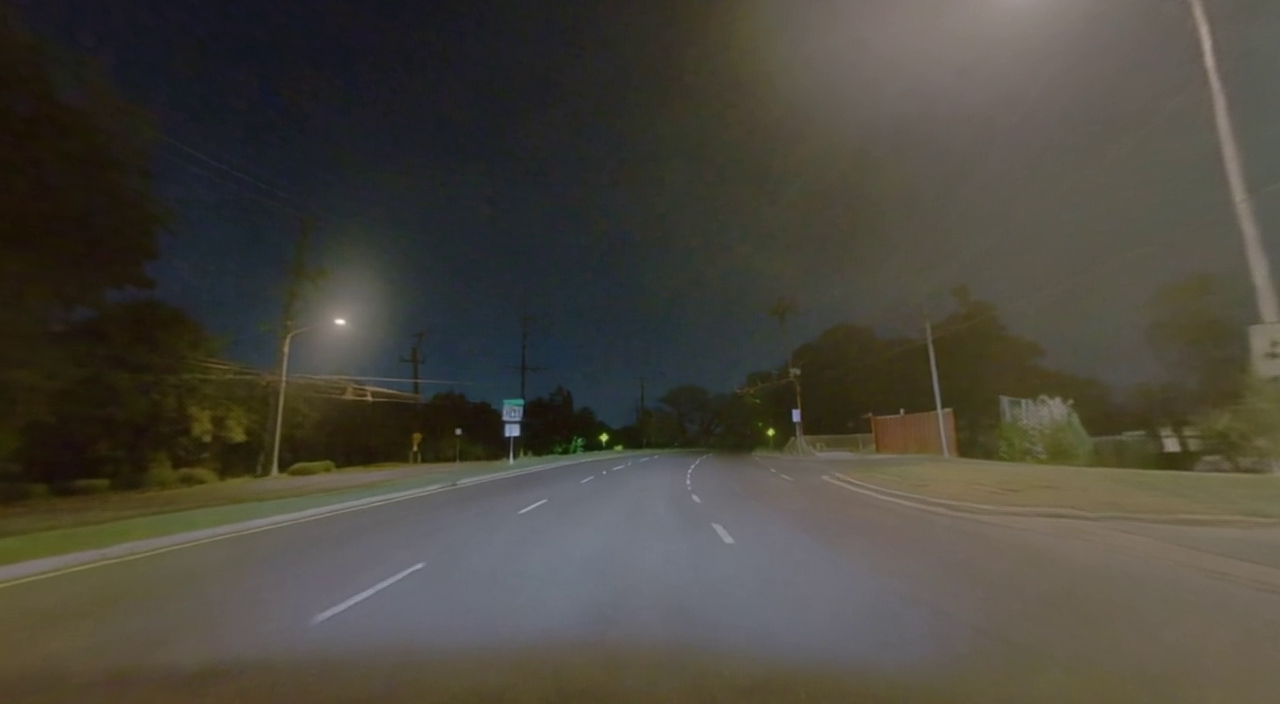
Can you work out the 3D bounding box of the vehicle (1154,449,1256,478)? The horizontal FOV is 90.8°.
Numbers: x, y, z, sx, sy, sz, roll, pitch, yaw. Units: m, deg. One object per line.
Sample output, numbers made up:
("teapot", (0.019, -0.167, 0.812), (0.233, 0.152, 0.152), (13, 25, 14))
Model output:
("vehicle", (30.495, 6.105, 34.338), (1.807, 1.443, 4.905), (0, -11, 12))
